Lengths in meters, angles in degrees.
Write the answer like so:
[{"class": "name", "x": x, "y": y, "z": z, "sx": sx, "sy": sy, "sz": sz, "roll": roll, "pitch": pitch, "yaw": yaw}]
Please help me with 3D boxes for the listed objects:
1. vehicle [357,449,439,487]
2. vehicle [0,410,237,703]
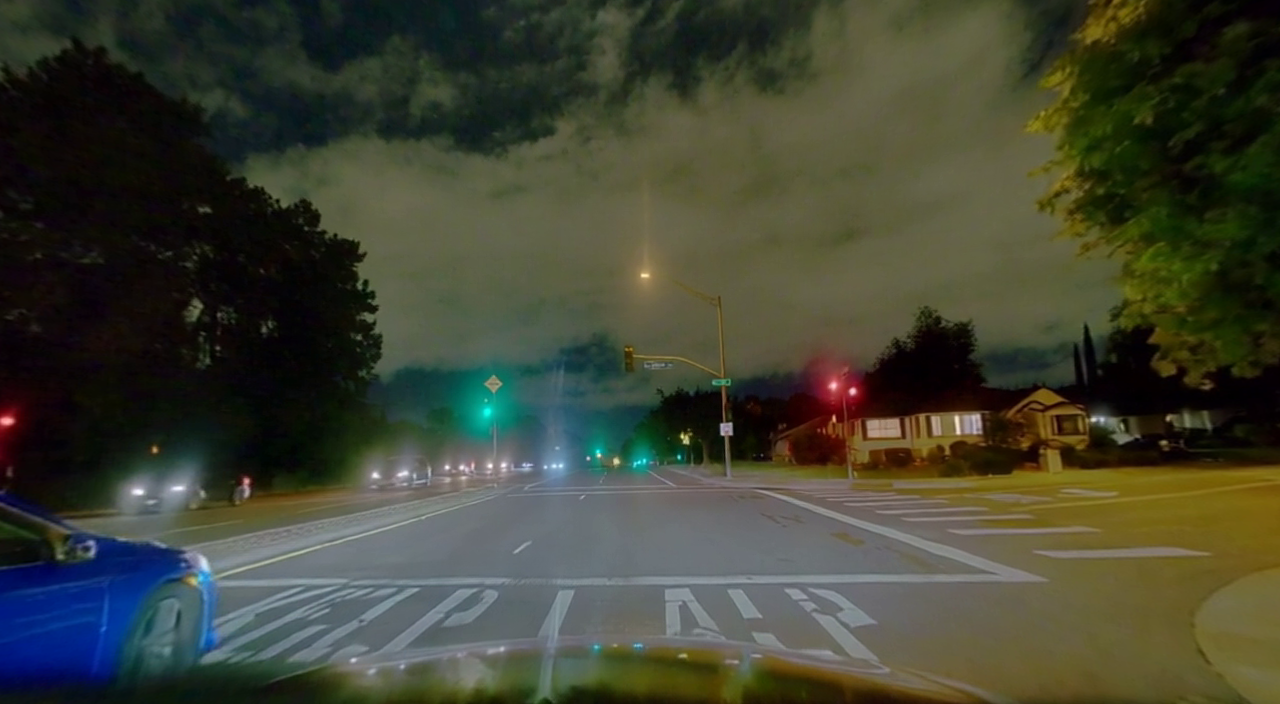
[{"class": "vehicle", "x": -13.318, "y": 6.392, "z": 35.284, "sx": 2.301, "sy": 1.921, "sz": 5.793, "roll": 0, "pitch": -9, "yaw": 0}, {"class": "vehicle", "x": -3.672, "y": 0.891, "z": 1.852, "sx": 1.980, "sy": 1.508, "sz": 4.502, "roll": 0, "pitch": -9, "yaw": 0}]
